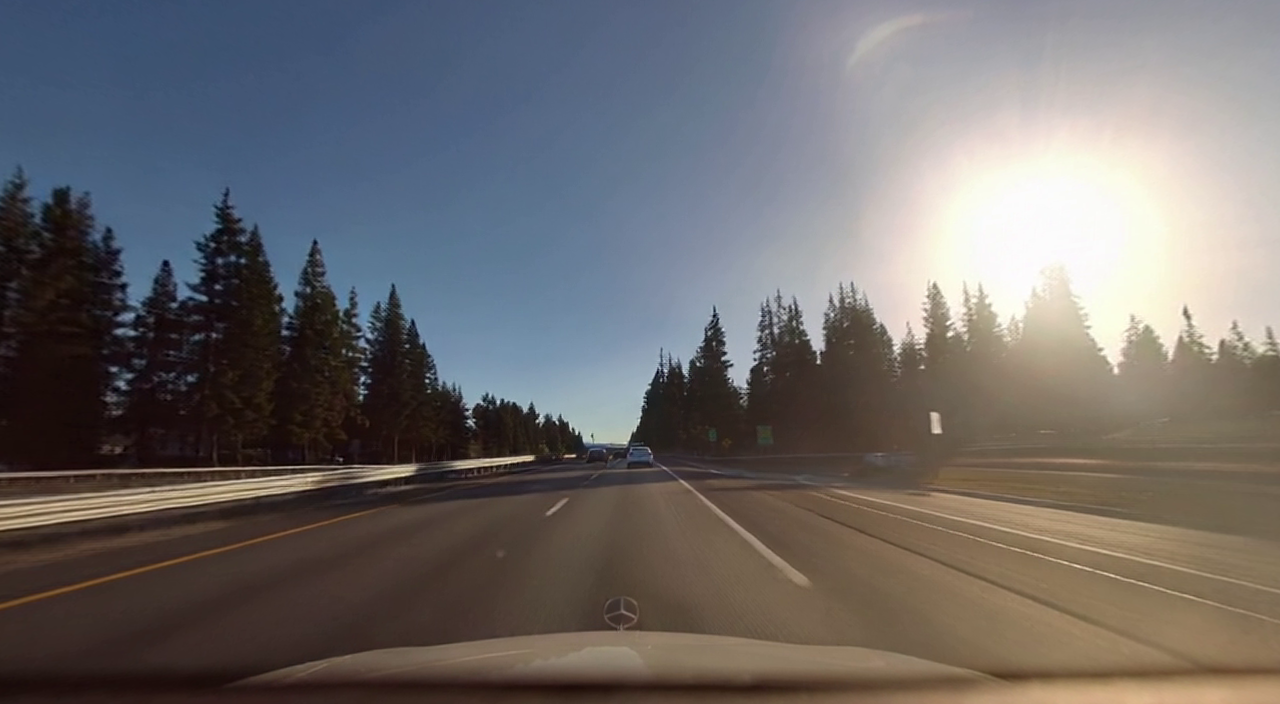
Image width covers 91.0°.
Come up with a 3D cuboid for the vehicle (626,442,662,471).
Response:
[{"bbox_3d":[0.218,6.341,38.440,2.130,1.684,3.826,0,-8,0],"label":"vehicle"}]
